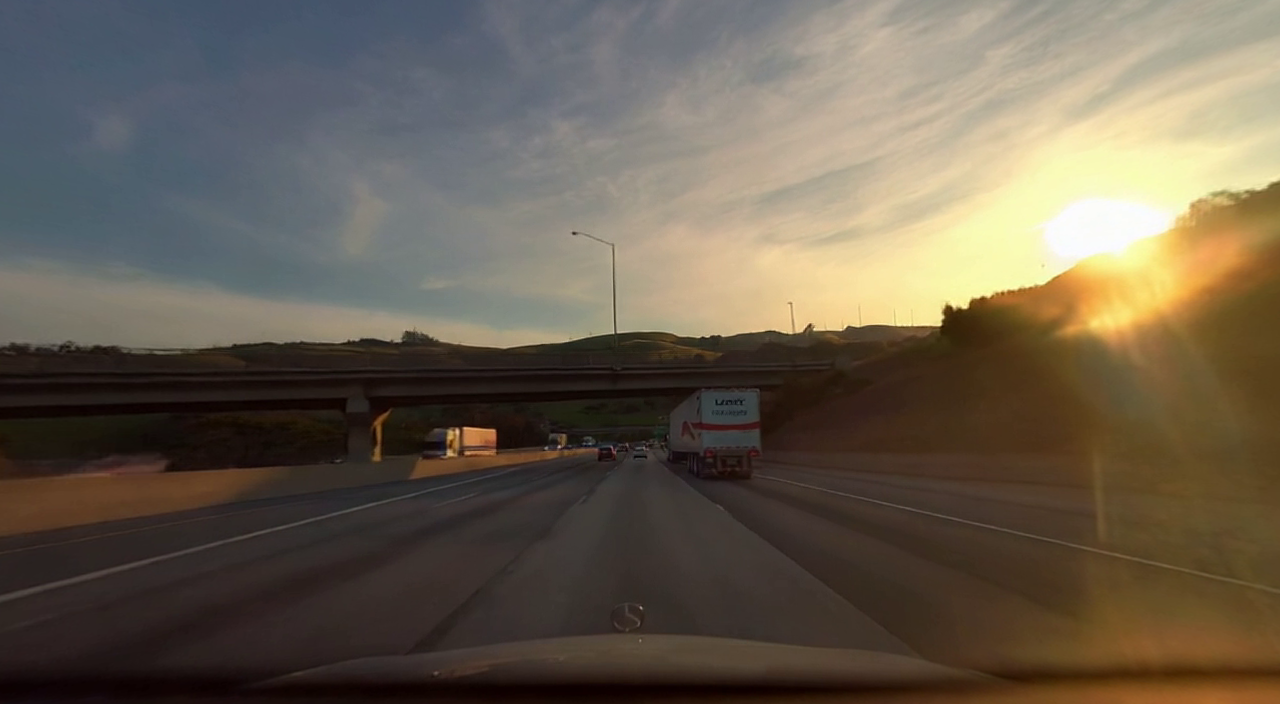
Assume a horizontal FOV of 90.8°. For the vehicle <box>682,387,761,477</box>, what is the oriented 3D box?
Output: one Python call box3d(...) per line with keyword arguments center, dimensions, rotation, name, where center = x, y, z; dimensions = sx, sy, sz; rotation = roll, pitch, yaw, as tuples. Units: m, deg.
box3d(center=(3.908, 4.213, 32.486), dimensions=(2.885, 3.992, 8.526), rotation=(0, -9, 0), name="vehicle")
